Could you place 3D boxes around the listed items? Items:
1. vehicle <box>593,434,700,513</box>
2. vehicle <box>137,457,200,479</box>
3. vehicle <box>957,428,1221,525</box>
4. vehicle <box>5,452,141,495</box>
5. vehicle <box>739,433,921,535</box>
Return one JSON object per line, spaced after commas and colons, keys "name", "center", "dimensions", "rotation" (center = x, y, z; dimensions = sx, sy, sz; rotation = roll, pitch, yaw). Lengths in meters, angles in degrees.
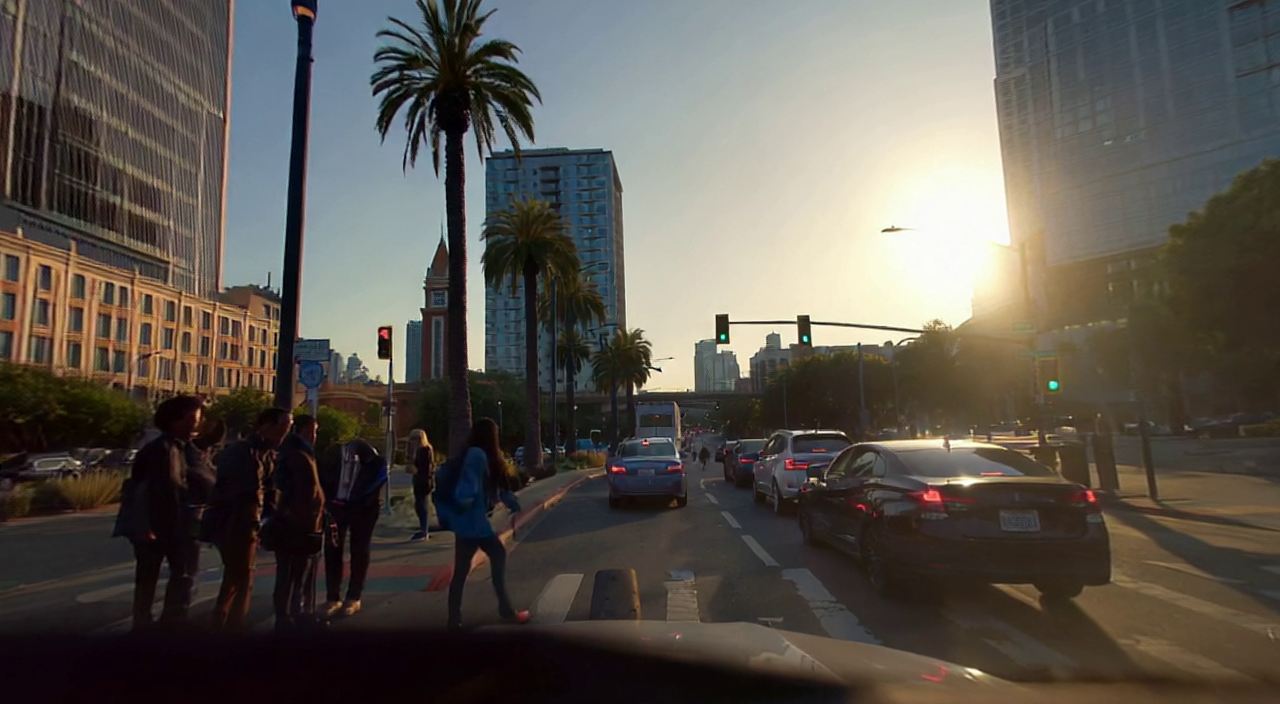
{"name": "vehicle", "center": [0.157, 2.618, 14.003], "dimensions": [2.048, 1.503, 3.681], "rotation": [0, -9, 1]}
{"name": "vehicle", "center": [-36.836, 9.042, 49.273], "dimensions": [1.700, 1.527, 4.445], "rotation": [1, -9, -4]}
{"name": "vehicle", "center": [8.171, 2.280, 12.088], "dimensions": [1.859, 1.508, 4.259], "rotation": [0, -9, -1]}
{"name": "vehicle", "center": [-26.698, 5.709, 29.931], "dimensions": [2.105, 1.793, 4.812], "rotation": [0, -9, -3]}
{"name": "vehicle", "center": [3.123, 2.257, 11.442], "dimensions": [1.913, 1.469, 4.425], "rotation": [0, -9, 0]}
